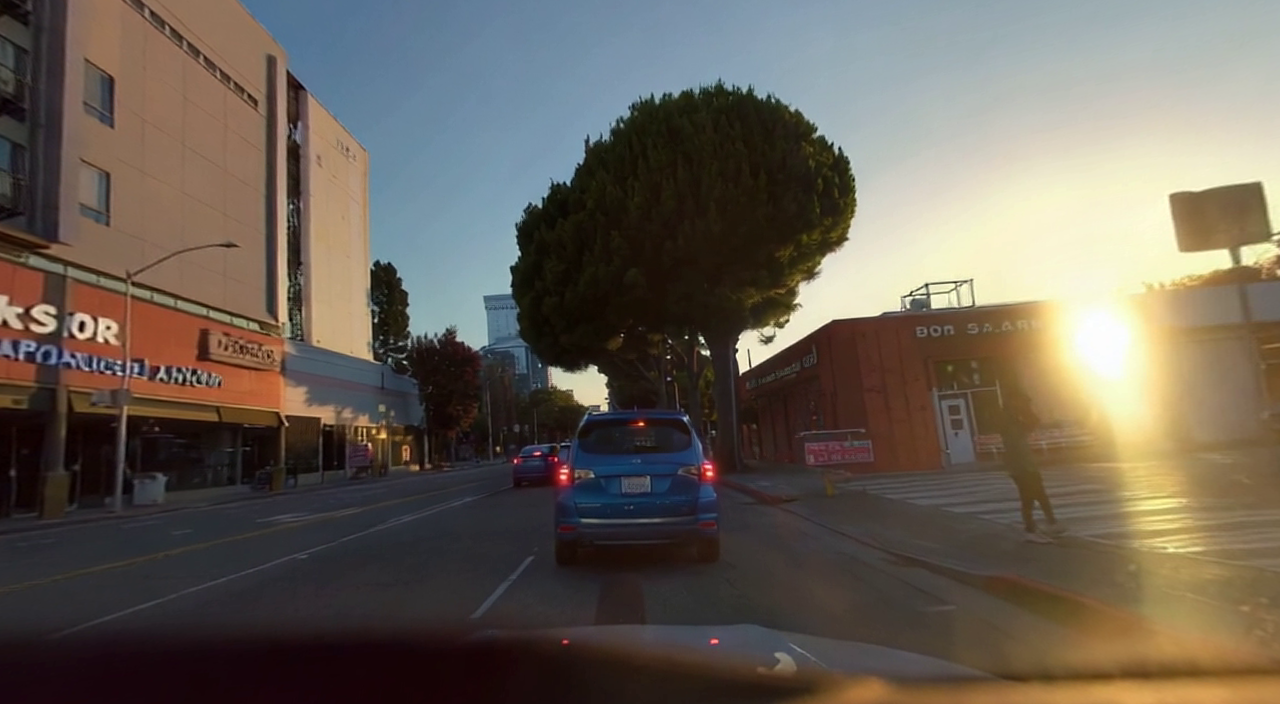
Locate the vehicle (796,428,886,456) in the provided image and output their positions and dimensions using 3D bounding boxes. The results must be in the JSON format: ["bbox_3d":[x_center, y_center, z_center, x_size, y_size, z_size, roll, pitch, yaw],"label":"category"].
[{"bbox_3d":[11.281,5.077,35.662,4.426,1.490,1.862,-1,-8,3],"label":"vehicle"}]

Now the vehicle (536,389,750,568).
[{"bbox_3d":[-0.060,1.746,9.450,2.352,1.953,4.796,0,-8,-2],"label":"vehicle"}]
